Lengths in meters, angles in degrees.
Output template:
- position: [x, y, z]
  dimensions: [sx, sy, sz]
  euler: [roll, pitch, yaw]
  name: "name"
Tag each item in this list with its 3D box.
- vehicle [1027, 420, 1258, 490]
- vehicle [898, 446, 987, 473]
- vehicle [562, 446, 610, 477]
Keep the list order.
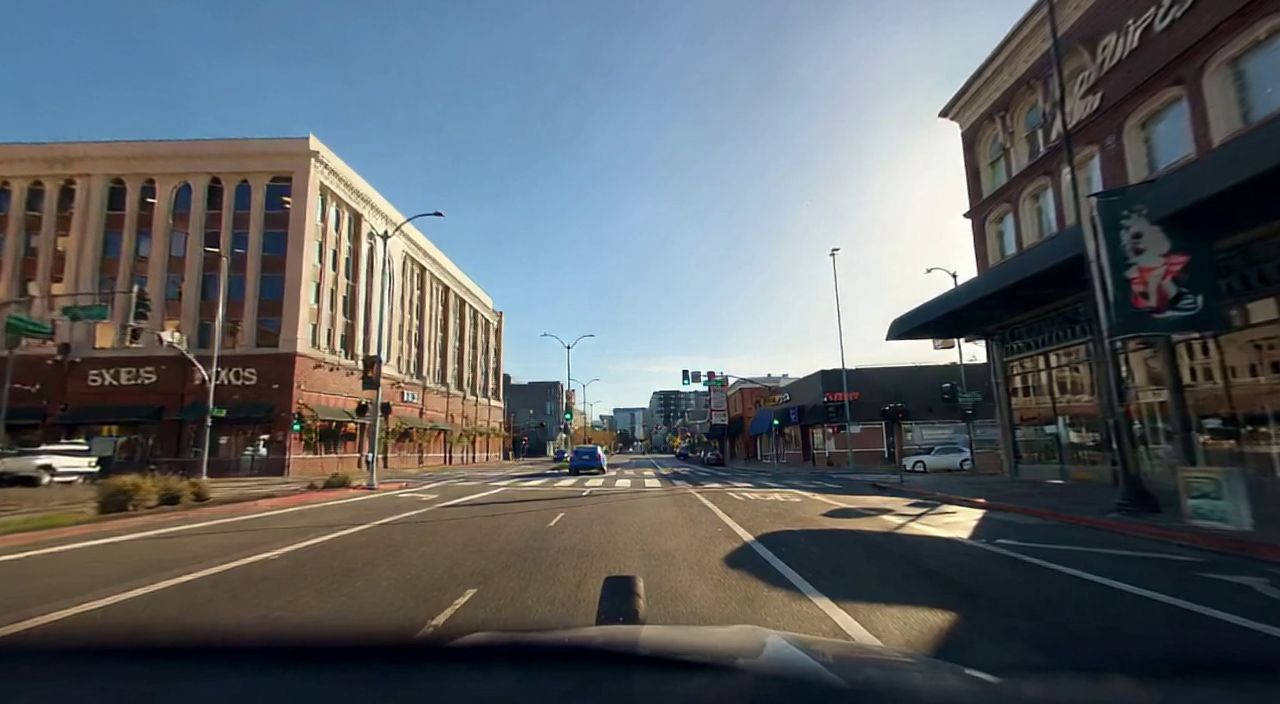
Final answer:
- position: [15.300, 3.191, 19.436]
  dimensions: [5.130, 1.810, 2.126]
  euler: [-2, -10, 0]
  name: "vehicle"
- position: [17.351, 6.168, 36.218]
  dimensions: [4.040, 1.514, 2.095]
  euler: [0, -9, -2]
  name: "vehicle"
- position: [-2.745, 5.674, 32.826]
  dimensions: [2.078, 1.471, 4.217]
  euler: [0, -9, 0]
  name: "vehicle"
